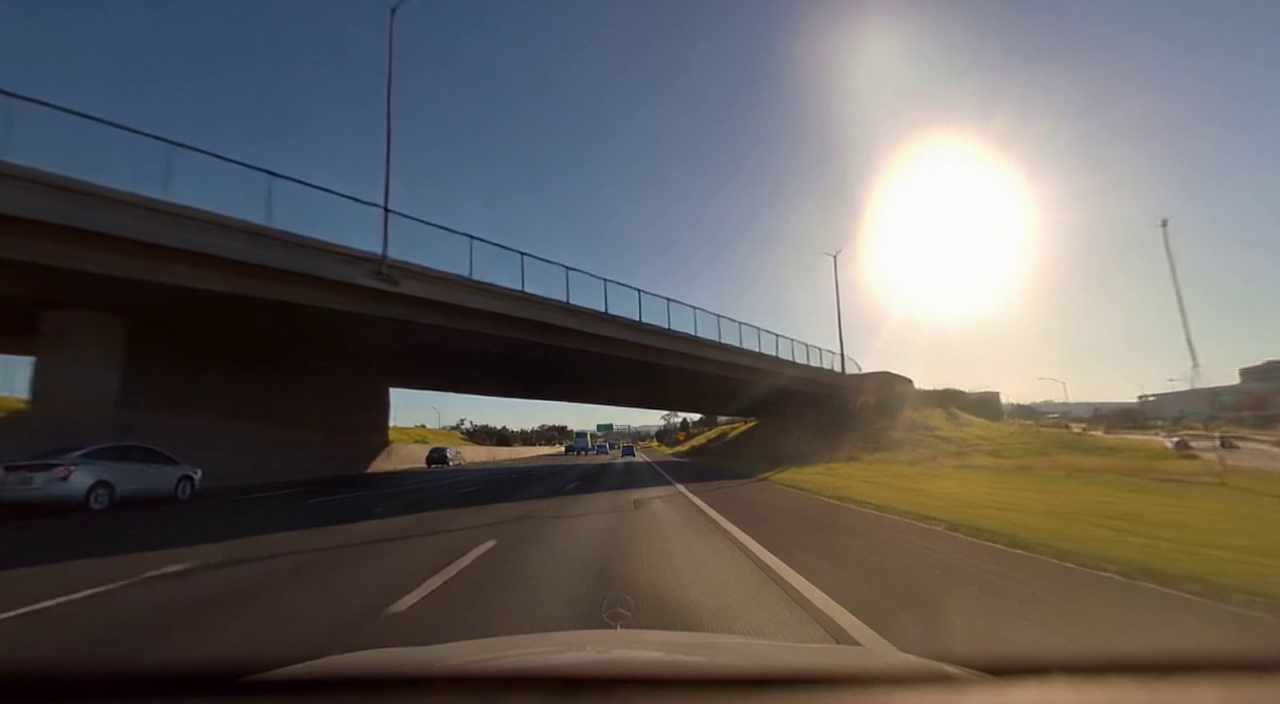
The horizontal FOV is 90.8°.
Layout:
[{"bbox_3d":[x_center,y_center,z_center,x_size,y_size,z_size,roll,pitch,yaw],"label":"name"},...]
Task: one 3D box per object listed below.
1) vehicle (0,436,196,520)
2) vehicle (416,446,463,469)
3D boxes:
[{"bbox_3d":[-14.257,3.085,16.145,2.049,1.792,5.177,0,-9,-1],"label":"vehicle"},{"bbox_3d":[-14.828,7.818,47.015,2.057,1.619,4.443,0,-9,0],"label":"vehicle"}]
